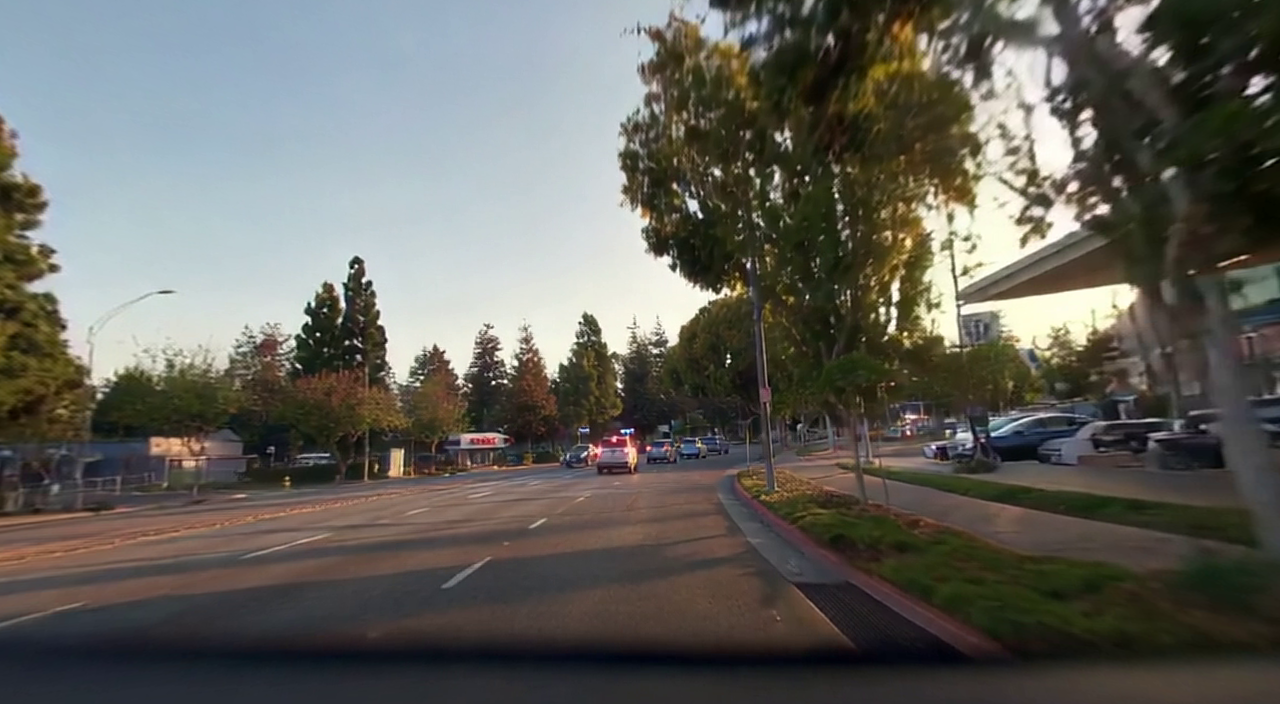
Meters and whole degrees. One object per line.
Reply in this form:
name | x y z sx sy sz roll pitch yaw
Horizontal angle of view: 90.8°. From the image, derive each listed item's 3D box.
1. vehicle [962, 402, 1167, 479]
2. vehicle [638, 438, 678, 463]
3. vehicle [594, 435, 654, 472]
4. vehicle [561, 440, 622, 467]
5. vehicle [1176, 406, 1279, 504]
vehicle | 12.399 2.633 18.745 4.408 1.682 2.040 -7 -9 1
vehicle | 1.284 6.853 43.980 2.002 1.664 4.113 -2 -9 13
vehicle | -0.754 5.359 33.612 2.168 1.783 4.695 -3 -9 11
vehicle | -3.265 6.696 41.694 1.799 1.682 4.637 6 -11 -37
vehicle | 11.794 1.630 10.155 4.423 1.455 2.034 -1 -9 1
